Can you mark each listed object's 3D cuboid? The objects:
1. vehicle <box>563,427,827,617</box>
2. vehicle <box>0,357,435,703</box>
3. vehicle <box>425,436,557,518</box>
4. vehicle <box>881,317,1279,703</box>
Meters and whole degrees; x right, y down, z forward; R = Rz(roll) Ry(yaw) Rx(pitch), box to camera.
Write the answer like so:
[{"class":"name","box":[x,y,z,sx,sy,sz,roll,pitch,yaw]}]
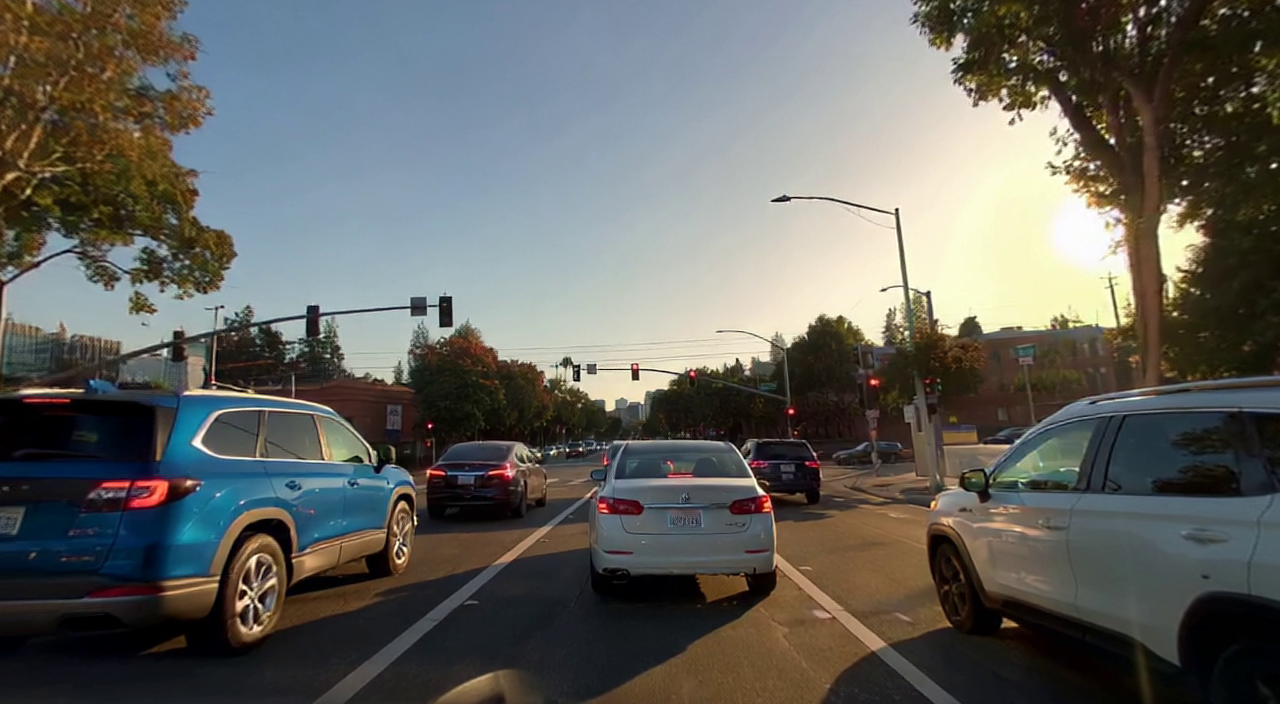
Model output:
[{"class":"vehicle","box":[0.426,1.619,6.917,2.051,1.460,3.932,0,-8,0]},{"class":"vehicle","box":[-3.447,1.220,5.294,1.889,1.767,4.289,0,-8,1]},{"class":"vehicle","box":[-3.078,2.658,13.886,1.868,1.516,4.114,0,-8,0]},{"class":"vehicle","box":[3.049,0.930,3.155,1.880,1.747,4.500,0,-8,0]}]
